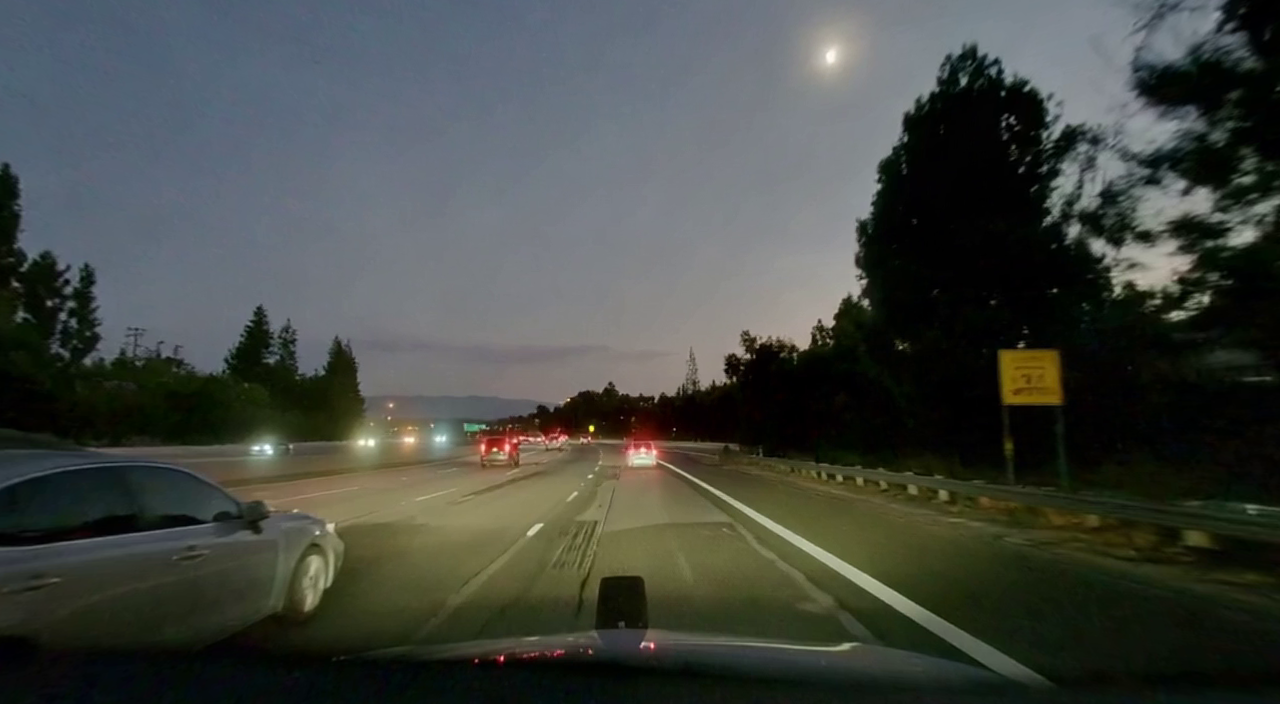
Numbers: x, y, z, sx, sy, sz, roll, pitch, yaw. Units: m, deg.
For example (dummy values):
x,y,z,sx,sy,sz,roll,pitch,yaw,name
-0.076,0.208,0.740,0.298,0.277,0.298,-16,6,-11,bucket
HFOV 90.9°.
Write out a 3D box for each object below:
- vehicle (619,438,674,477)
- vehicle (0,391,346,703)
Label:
x,y,z,sx,sy,sz,roll,pitch,yaw,name
0.176,4.284,25.792,2.051,1.444,3.927,0,-9,-2,vehicle
-3.505,0.929,2.461,2.246,1.519,4.980,0,-9,1,vehicle
